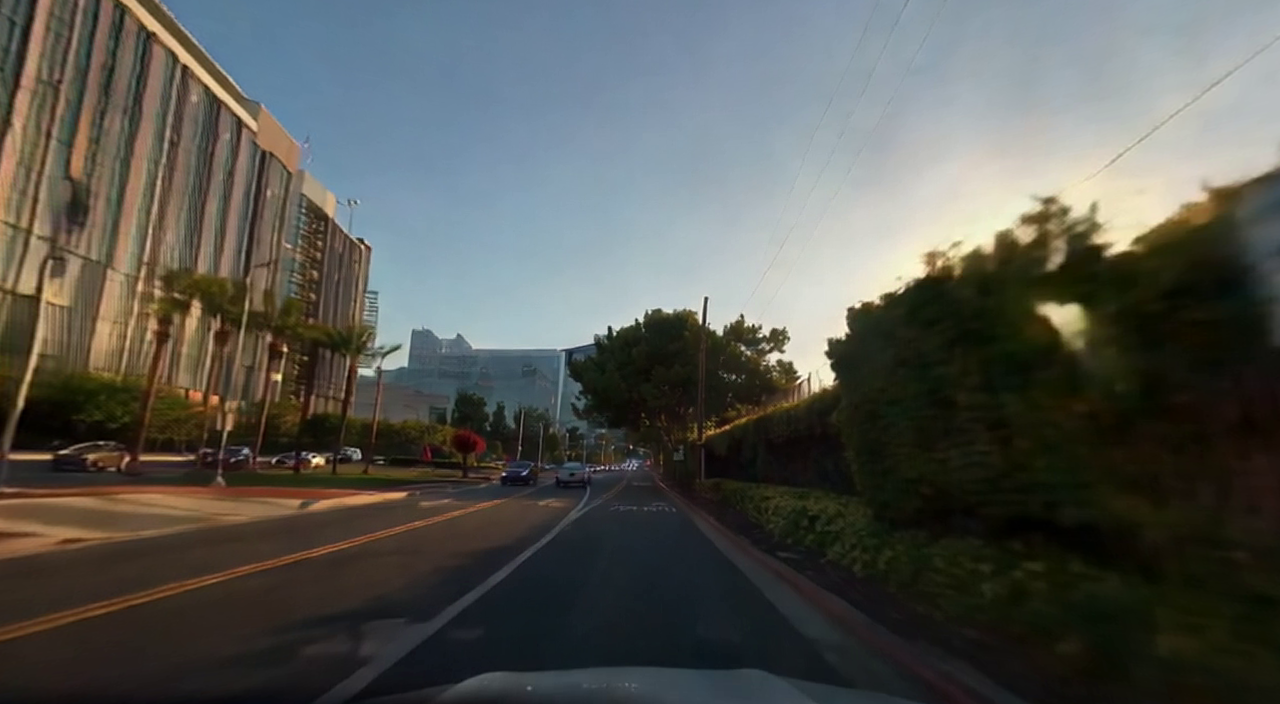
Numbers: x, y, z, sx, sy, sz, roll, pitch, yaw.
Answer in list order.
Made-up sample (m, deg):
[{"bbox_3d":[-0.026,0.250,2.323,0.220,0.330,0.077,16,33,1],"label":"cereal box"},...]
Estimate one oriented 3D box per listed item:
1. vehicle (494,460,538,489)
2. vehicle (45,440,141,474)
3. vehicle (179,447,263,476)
[{"bbox_3d":[-7.191,7.155,36.779,1.922,1.540,3.771,1,-11,-2],"label":"vehicle"},{"bbox_3d":[-28.631,5.523,32.898,3.973,1.647,1.896,-3,-11,19],"label":"vehicle"},{"bbox_3d":[-26.350,6.873,39.521,4.630,1.710,2.035,-4,-11,23],"label":"vehicle"}]
